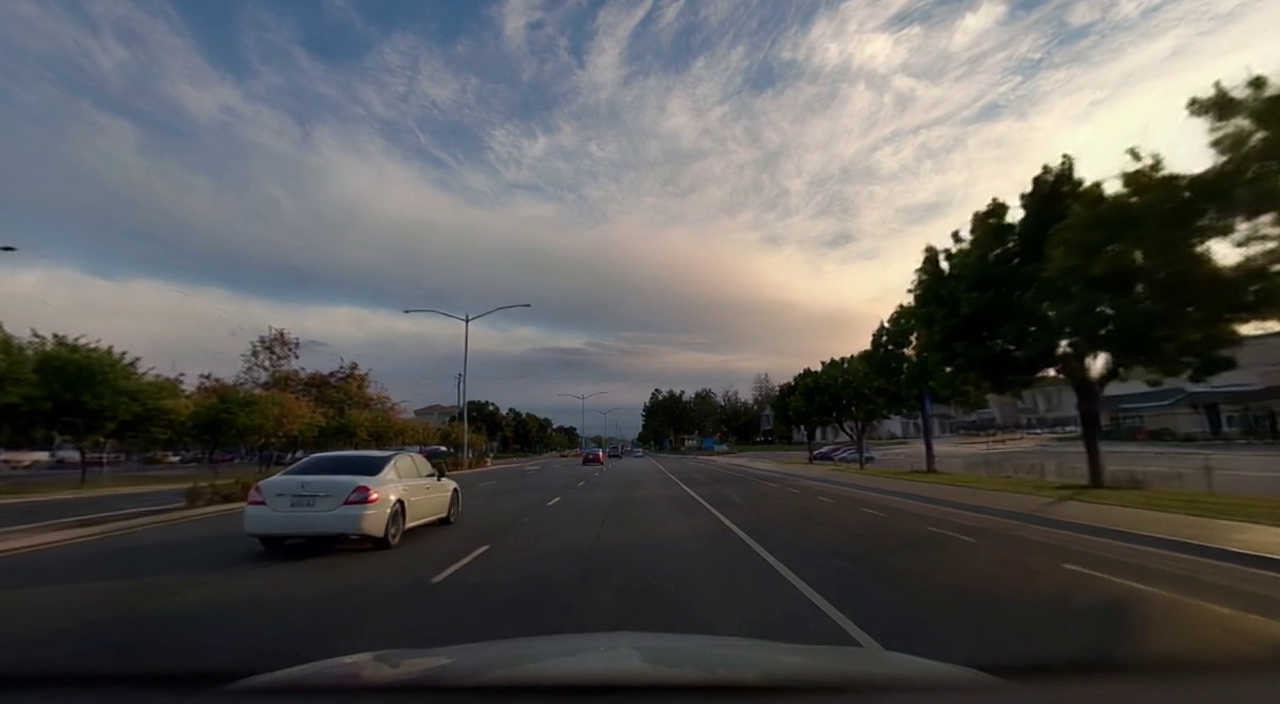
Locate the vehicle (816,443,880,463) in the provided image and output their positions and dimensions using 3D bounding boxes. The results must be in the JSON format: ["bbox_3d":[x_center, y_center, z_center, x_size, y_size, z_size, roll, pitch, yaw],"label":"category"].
[{"bbox_3d":[16.000,7.798,48.770,4.197,1.466,1.930,0,-9,-2],"label":"vehicle"}]

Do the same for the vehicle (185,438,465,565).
[{"bbox_3d":[-4.304,2.090,9.666,2.003,1.454,4.484,0,-9,0],"label":"vehicle"}]
